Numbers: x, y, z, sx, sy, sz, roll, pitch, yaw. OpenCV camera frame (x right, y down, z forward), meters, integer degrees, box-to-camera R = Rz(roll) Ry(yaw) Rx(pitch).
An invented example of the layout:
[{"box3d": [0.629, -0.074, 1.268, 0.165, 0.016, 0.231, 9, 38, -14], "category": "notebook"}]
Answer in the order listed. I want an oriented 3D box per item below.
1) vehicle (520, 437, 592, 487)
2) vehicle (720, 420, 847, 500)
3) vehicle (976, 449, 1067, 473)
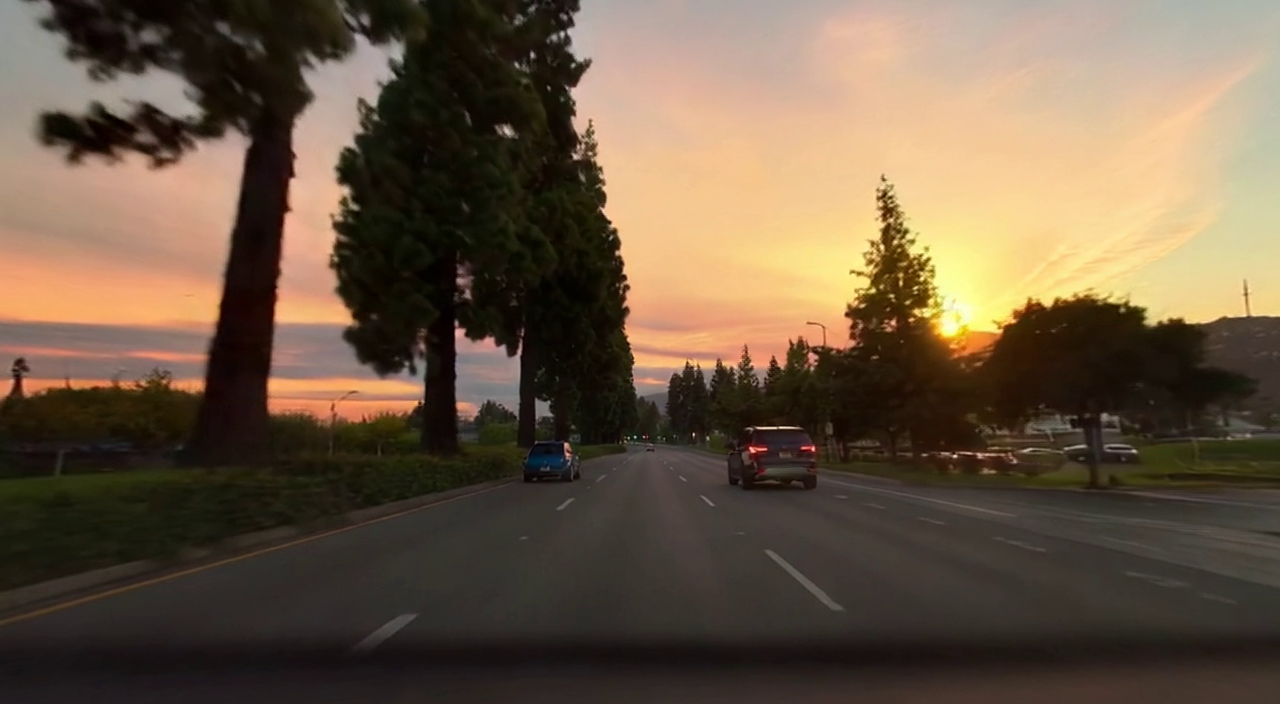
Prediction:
[{"box3d": [-2.999, 4.016, 23.321, 2.025, 1.635, 4.293, 0, -8, 1], "category": "vehicle"}, {"box3d": [3.549, 2.784, 16.642, 2.087, 1.759, 5.040, 0, -8, -1], "category": "vehicle"}, {"box3d": [24.494, 7.026, 40.392, 4.587, 1.460, 1.924, 0, -8, 1], "category": "vehicle"}]
